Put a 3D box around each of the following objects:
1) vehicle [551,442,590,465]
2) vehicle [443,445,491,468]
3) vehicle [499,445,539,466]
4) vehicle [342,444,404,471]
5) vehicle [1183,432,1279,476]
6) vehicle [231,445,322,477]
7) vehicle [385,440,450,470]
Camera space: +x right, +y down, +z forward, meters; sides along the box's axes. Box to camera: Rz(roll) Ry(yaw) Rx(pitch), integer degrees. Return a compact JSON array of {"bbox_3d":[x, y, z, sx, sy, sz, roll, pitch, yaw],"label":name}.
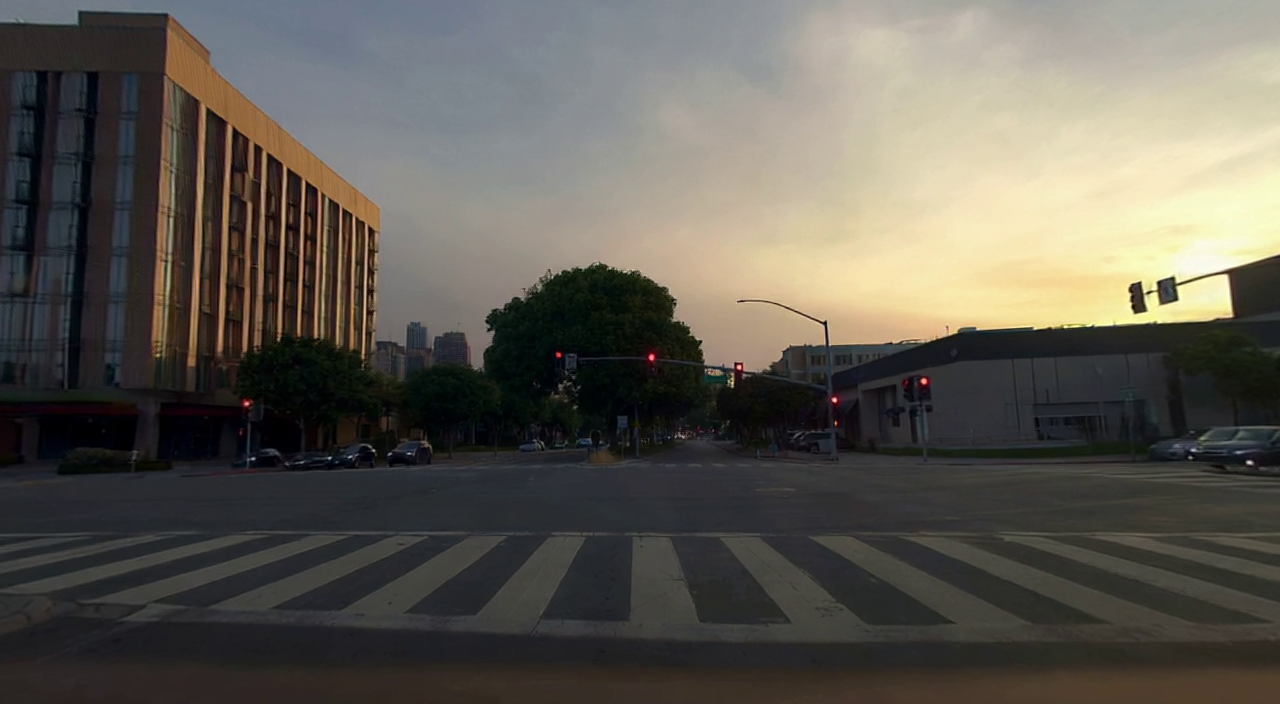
[{"bbox_3d":[-4.529,6.710,41.679,1.954,1.431,4.050,-1,-9,2],"label":"vehicle"},{"bbox_3d":[-11.637,7.077,42.698,1.911,1.476,4.297,-1,-9,2],"label":"vehicle"},{"bbox_3d":[-8.111,7.004,42.603,1.910,1.321,3.692,0,-9,1],"label":"vehicle"},{"bbox_3d":[-18.563,7.341,44.007,2.237,1.801,4.541,0,-9,1],"label":"vehicle"},{"bbox_3d":[22.310,3.586,22.235,4.474,1.477,1.908,0,-9,-3],"label":"vehicle"},{"bbox_3d":[-22.583,6.756,39.392,2.032,1.839,4.884,-2,-9,13],"label":"vehicle"},{"bbox_3d":[-15.148,7.033,43.162,2.340,1.946,5.450,0,-9,2],"label":"vehicle"}]
